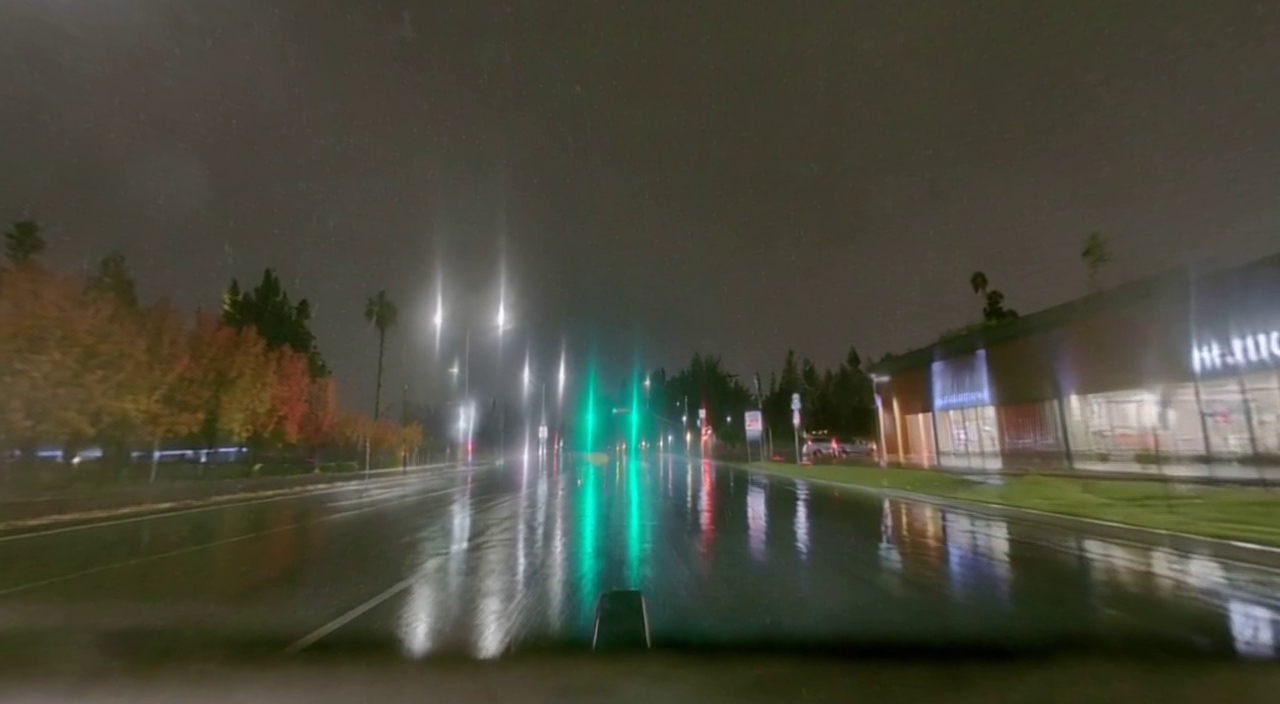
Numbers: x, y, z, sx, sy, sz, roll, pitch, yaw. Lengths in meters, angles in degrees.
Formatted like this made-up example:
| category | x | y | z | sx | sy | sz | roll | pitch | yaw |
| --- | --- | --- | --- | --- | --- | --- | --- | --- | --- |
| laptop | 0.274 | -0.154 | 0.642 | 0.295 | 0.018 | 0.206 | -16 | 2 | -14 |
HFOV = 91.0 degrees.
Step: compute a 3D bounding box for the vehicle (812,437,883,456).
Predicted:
| category | x | y | z | sx | sy | sz | roll | pitch | yaw |
| --- | --- | --- | --- | --- | --- | --- | --- | --- | --- |
| vehicle | 16.329 | 7.481 | 49.726 | 4.960 | 1.505 | 1.941 | 0 | -9 | 0 |
